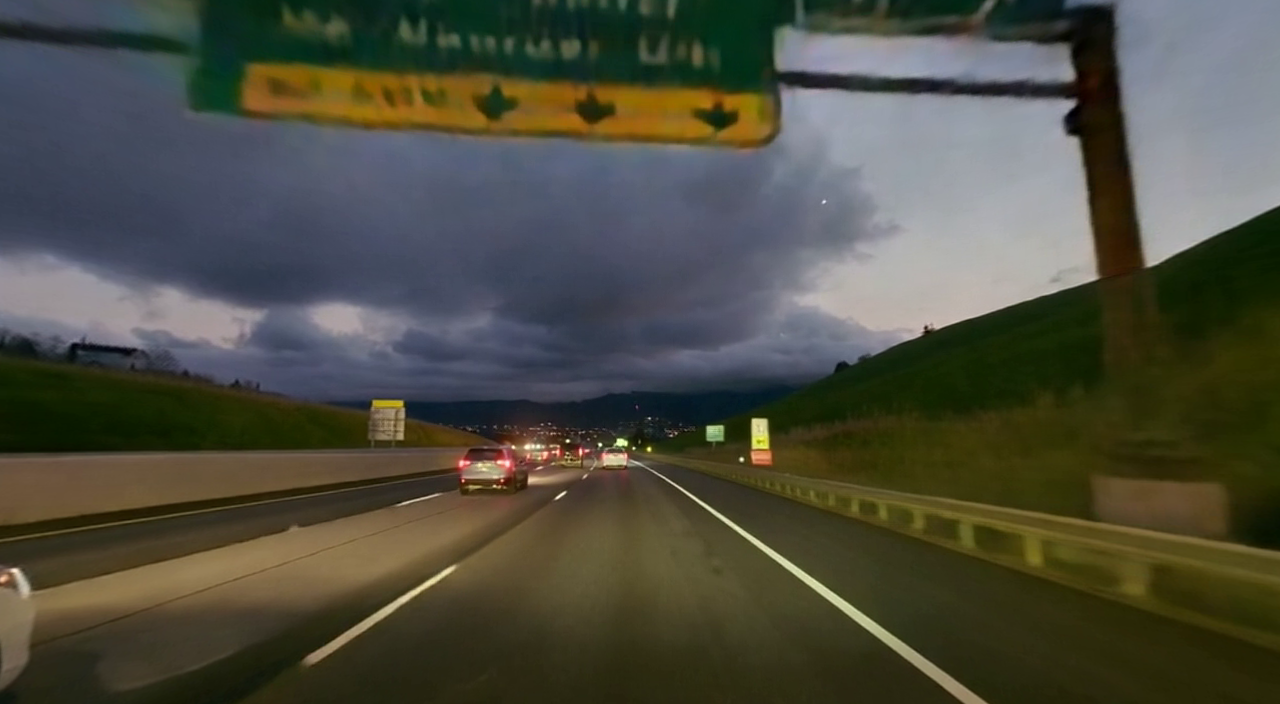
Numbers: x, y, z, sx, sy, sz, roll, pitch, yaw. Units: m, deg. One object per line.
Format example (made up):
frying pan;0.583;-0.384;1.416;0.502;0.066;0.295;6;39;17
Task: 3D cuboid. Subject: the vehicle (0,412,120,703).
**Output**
vehicle;-3.726;0.804;1.335;1.892;1.492;3.940;0;-9;-1

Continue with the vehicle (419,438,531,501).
vehicle;-4.698;3.411;18.713;2.208;1.619;4.162;0;-9;0

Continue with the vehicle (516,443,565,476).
vehicle;-5.293;5.750;34.022;2.118;1.624;4.032;0;-9;-2

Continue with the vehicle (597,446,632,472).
vehicle;-1.621;6.468;38.267;1.988;1.440;4.201;0;-9;-4
